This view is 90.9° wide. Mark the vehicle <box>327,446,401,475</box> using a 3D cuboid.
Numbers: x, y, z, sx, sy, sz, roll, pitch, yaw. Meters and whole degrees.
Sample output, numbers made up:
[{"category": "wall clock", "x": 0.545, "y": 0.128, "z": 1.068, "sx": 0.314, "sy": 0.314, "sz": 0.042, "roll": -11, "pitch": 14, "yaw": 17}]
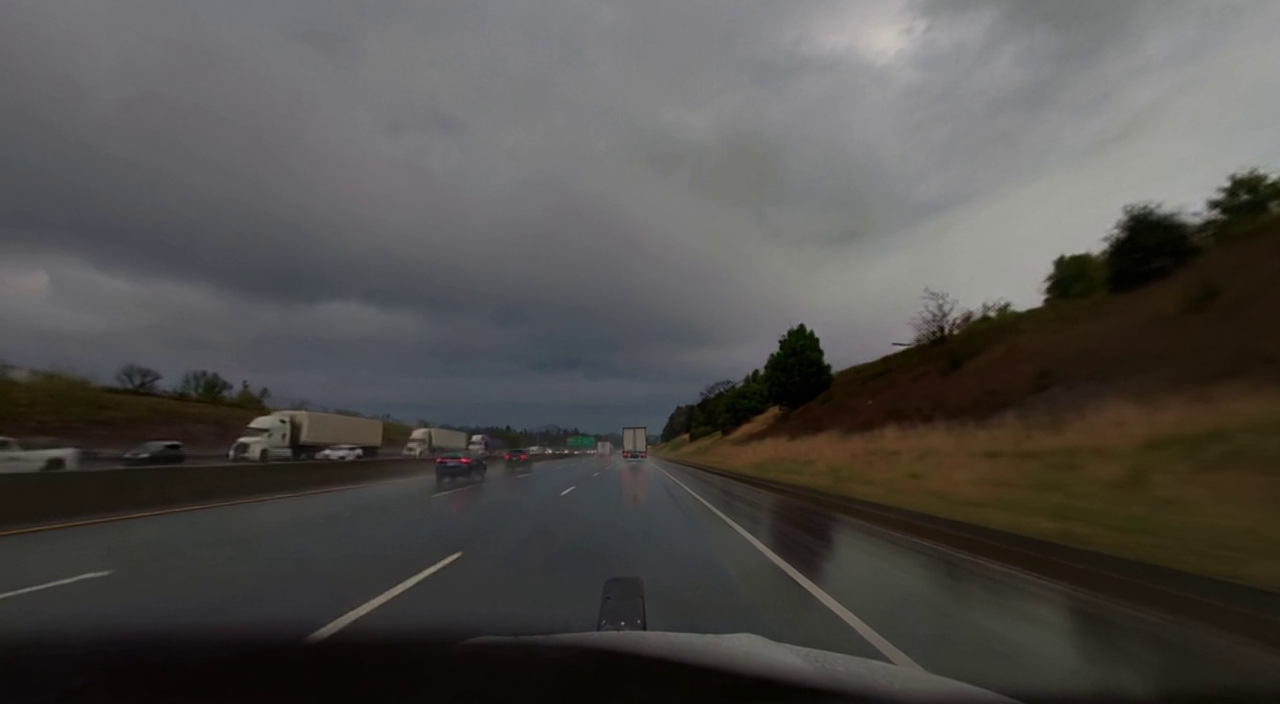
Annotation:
[{"category": "vehicle", "x": -14.951, "y": 5.896, "z": 34.454, "sx": 2.121, "sy": 1.452, "sz": 4.356, "roll": 0, "pitch": -9, "yaw": -1}]

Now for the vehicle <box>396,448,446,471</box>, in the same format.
[{"category": "vehicle", "x": -15.275, "y": 7.509, "z": 44.199, "sx": 1.918, "sy": 1.466, "sz": 4.632, "roll": 0, "pitch": -9, "yaw": 0}]

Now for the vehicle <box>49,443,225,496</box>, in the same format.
[{"category": "vehicle", "x": -14.679, "y": 3.434, "z": 18.766, "sx": 1.927, "sy": 1.393, "sz": 4.071, "roll": 0, "pitch": -9, "yaw": -1}]

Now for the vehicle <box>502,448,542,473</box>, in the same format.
[{"category": "vehicle", "x": -8.231, "y": 7.599, "z": 44.365, "sx": 2.004, "sy": 1.629, "sz": 4.506, "roll": 0, "pitch": -9, "yaw": 0}]

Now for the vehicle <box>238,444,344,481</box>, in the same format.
[{"category": "vehicle", "x": -14.589, "y": 4.637, "z": 26.663, "sx": 2.056, "sy": 1.438, "sz": 4.297, "roll": 0, "pitch": -9, "yaw": -1}]

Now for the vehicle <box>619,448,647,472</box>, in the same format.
[{"category": "vehicle", "x": -0.520, "y": 8.010, "z": 46.802, "sx": 2.009, "sy": 1.657, "sz": 3.962, "roll": 0, "pitch": -9, "yaw": -1}]

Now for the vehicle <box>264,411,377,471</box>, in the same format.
[{"category": "vehicle", "x": -19.737, "y": 5.641, "z": 39.678, "sx": 2.935, "sy": 3.383, "sz": 7.992, "roll": 0, "pitch": -9, "yaw": -1}]

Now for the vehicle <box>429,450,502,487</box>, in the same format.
[{"category": "vehicle", "x": -7.406, "y": 4.954, "z": 27.197, "sx": 1.895, "sy": 1.446, "sz": 4.456, "roll": 0, "pitch": -9, "yaw": 0}]
